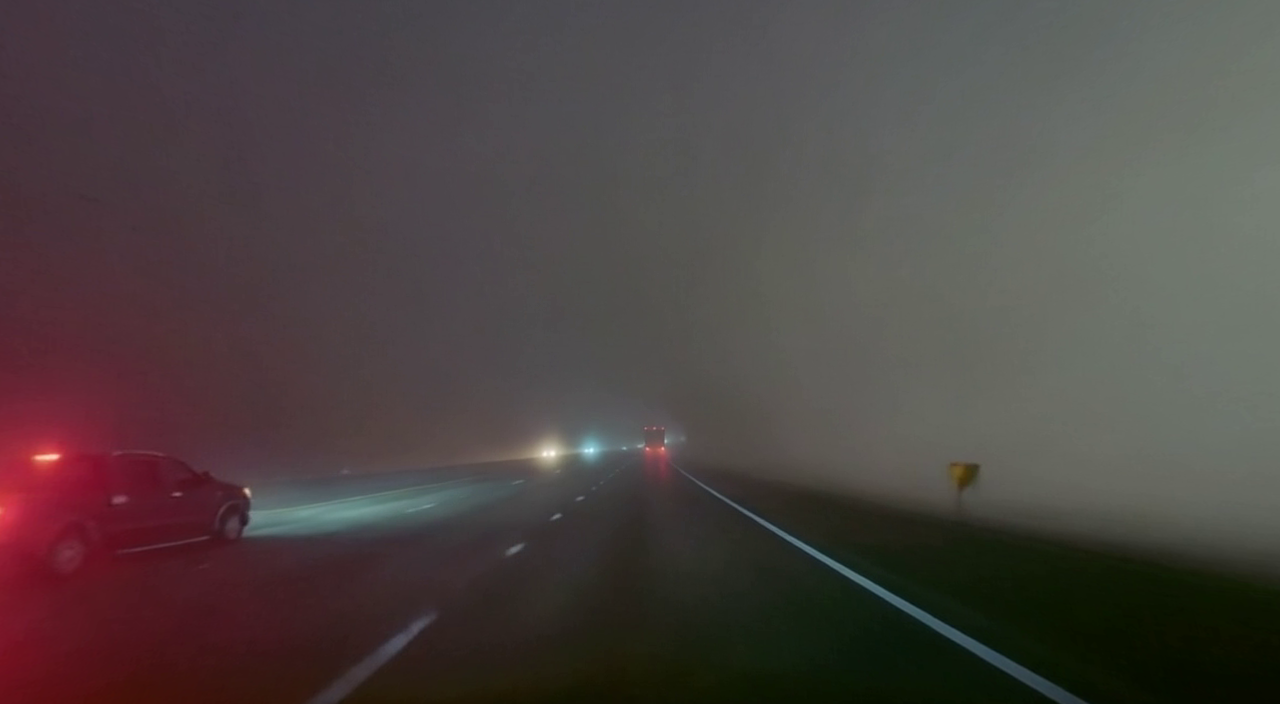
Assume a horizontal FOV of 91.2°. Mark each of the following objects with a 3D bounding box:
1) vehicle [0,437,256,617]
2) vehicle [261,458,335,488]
[{"bbox_3d":[-6.490,1.715,6.743,1.956,1.538,4.318,0,-9,0],"label":"vehicle"},{"bbox_3d":[-18.600,6.563,34.286,1.783,1.480,4.034,0,-9,0],"label":"vehicle"}]
